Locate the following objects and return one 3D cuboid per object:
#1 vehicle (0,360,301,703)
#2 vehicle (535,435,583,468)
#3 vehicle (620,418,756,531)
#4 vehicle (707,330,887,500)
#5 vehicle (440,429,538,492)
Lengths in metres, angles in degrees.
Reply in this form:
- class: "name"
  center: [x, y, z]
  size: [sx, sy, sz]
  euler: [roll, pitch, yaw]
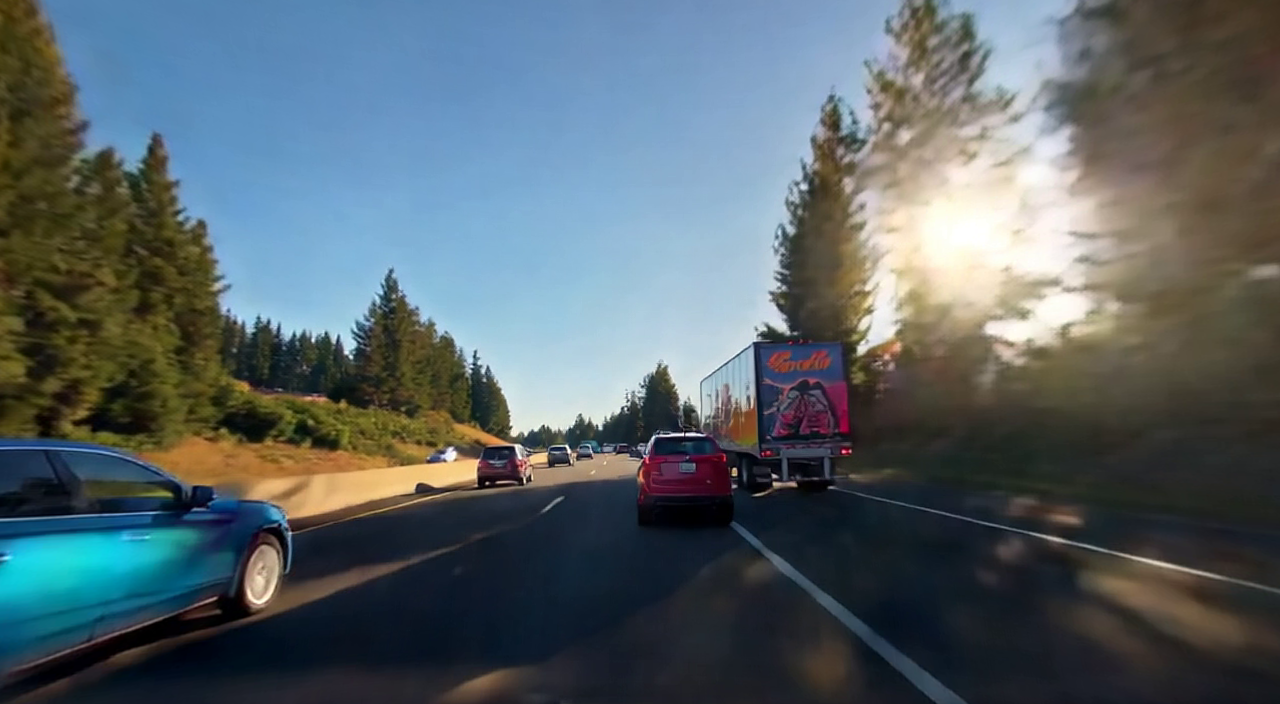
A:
- class: "vehicle"
  center: [-4.051, 0.931, 3.349]
  size: [1.983, 1.666, 4.452]
  euler: [0, -8, 0]
- class: "vehicle"
  center: [-4.456, 5.540, 35.271]
  size: [2.014, 1.683, 4.275]
  euler: [0, -8, 1]
- class: "vehicle"
  center: [0.675, 2.072, 11.196]
  size: [2.017, 1.662, 3.543]
  euler: [0, -8, -1]
- class: "vehicle"
  center: [4.514, 2.498, 22.291]
  size: [2.828, 4.081, 14.220]
  euler: [0, -8, 0]
- class: "vehicle"
  center: [-4.262, 3.122, 18.424]
  size: [1.905, 1.642, 3.803]
  euler: [0, -8, 0]
